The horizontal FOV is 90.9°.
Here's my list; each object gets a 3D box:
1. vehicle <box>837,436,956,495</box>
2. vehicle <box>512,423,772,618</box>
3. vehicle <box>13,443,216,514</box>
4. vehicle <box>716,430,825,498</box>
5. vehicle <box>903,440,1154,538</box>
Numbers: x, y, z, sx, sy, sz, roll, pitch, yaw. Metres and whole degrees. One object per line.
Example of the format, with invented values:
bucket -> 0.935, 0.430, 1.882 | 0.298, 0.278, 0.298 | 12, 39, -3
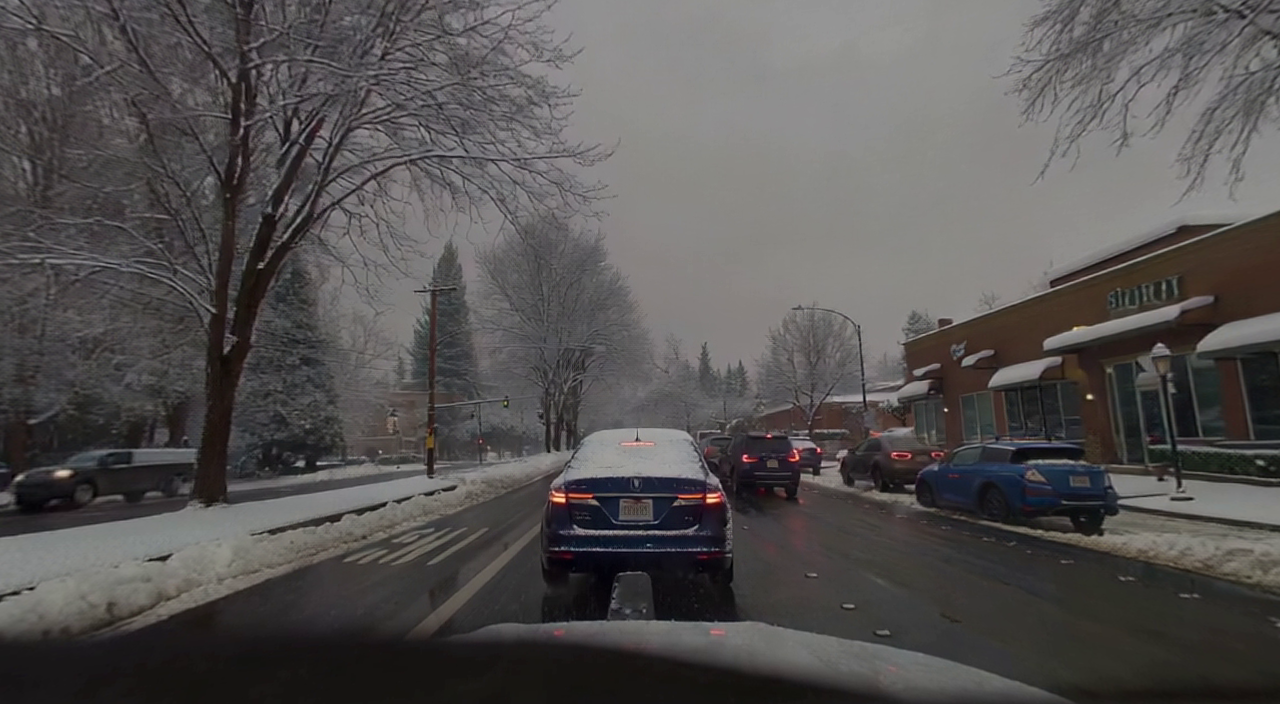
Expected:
vehicle -> 7.944, 3.524, 20.045 | 1.963, 1.637, 4.527 | 0, -8, 1
vehicle -> -0.014, 1.611, 7.058 | 1.977, 1.465, 4.376 | 0, -8, -1
vehicle -> -14.741, 3.510, 18.128 | 2.163, 1.743, 4.428 | 0, -8, -4
vehicle -> 3.631, 3.203, 18.470 | 2.114, 1.736, 4.553 | 0, -8, -1
vehicle -> 6.845, 2.408, 11.842 | 1.911, 1.468, 4.417 | 0, -8, 0
